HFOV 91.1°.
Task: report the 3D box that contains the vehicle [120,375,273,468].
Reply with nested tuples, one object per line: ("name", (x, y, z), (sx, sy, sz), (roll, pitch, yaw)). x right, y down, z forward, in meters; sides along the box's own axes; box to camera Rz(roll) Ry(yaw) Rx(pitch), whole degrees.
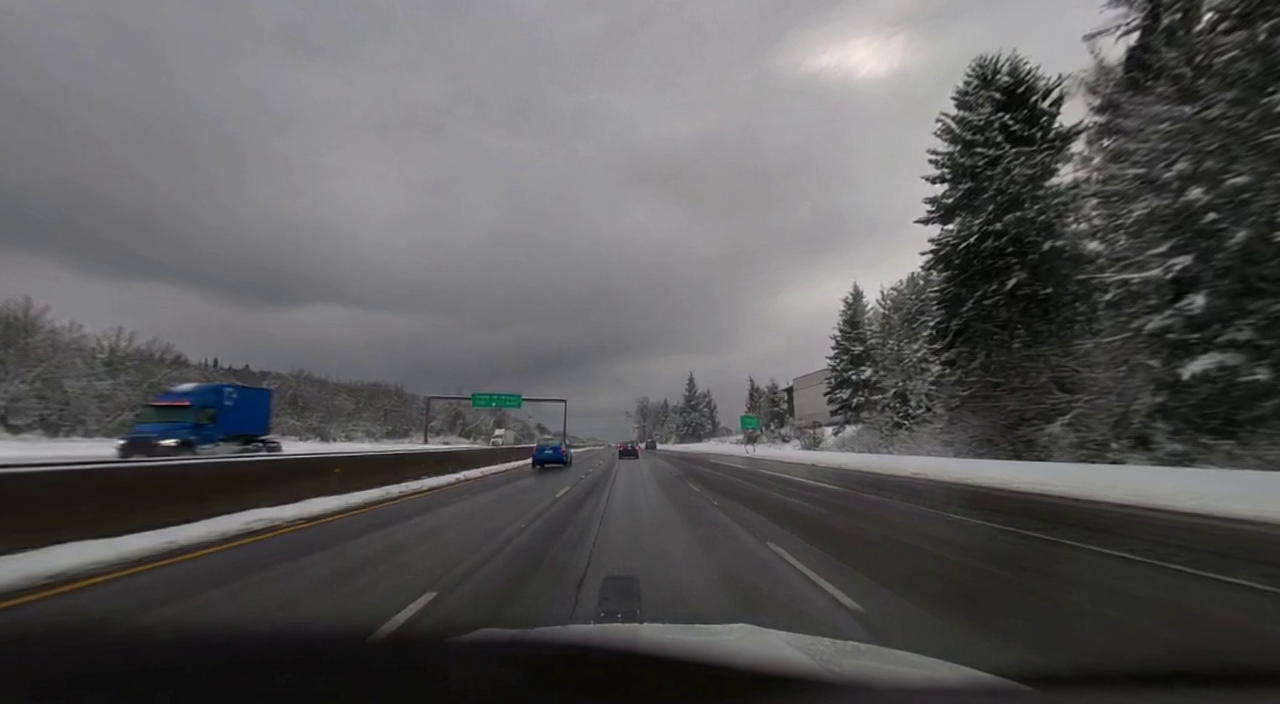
("vehicle", (-21.106, 3.438, 30.417), (3.036, 3.998, 5.938), (0, -8, -2))

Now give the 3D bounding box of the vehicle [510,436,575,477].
("vehicle", (-4.229, 4.616, 28.039), (2.271, 1.626, 4.463), (0, -8, -1))

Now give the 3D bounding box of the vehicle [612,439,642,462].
("vehicle", (-1.084, 7.547, 48.285), (2.196, 1.699, 4.499), (0, -8, -2))
